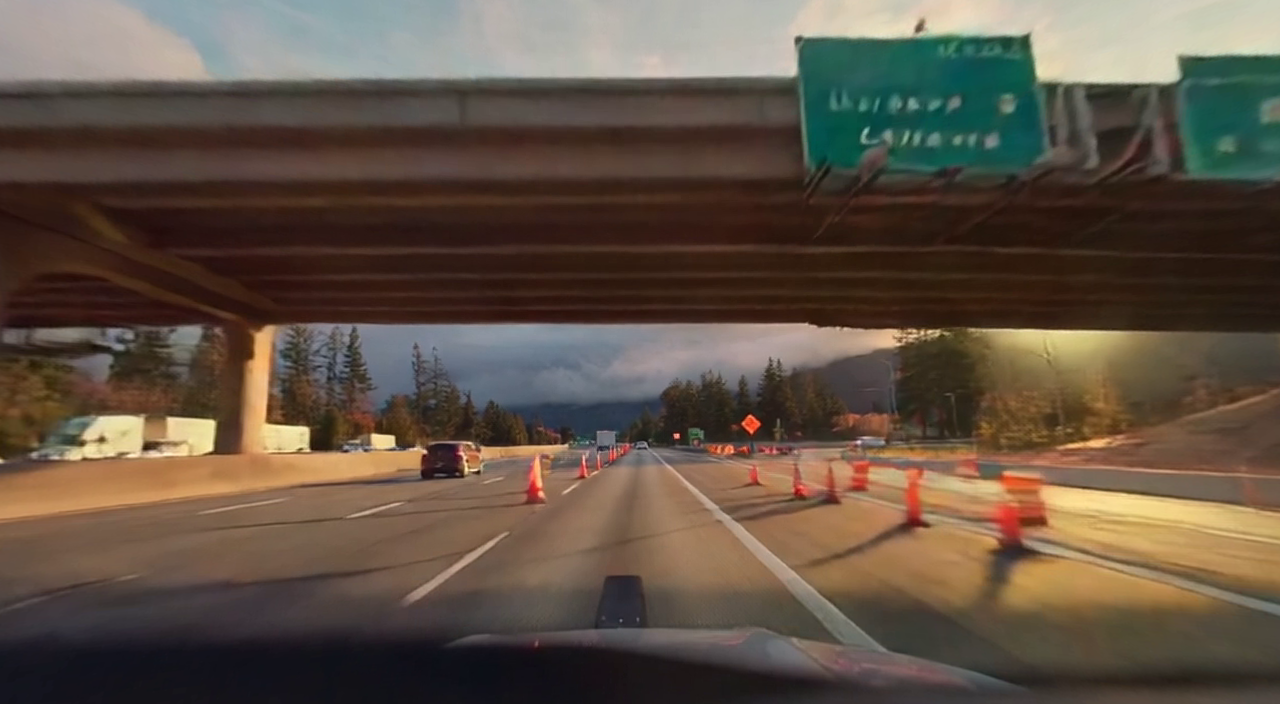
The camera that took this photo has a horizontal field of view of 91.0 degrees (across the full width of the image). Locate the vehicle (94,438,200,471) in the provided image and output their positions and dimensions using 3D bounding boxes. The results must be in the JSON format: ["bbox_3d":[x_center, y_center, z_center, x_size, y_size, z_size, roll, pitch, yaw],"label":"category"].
[{"bbox_3d":[-25.828,5.369,33.205,1.832,1.611,4.353,-1,-9,4],"label":"vehicle"}]

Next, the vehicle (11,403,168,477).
[{"bbox_3d":[-29.937,4.853,34.669,3.023,3.710,5.853,0,-8,2],"label":"vehicle"}]

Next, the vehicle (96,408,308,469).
[{"bbox_3d":[-29.908,6.295,45.114,2.884,3.515,17.319,0,-9,0],"label":"vehicle"}]

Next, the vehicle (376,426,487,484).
[{"bbox_3d":[-7.015,3.544,21.901,2.103,1.775,4.966,0,-8,1],"label":"vehicle"}]
